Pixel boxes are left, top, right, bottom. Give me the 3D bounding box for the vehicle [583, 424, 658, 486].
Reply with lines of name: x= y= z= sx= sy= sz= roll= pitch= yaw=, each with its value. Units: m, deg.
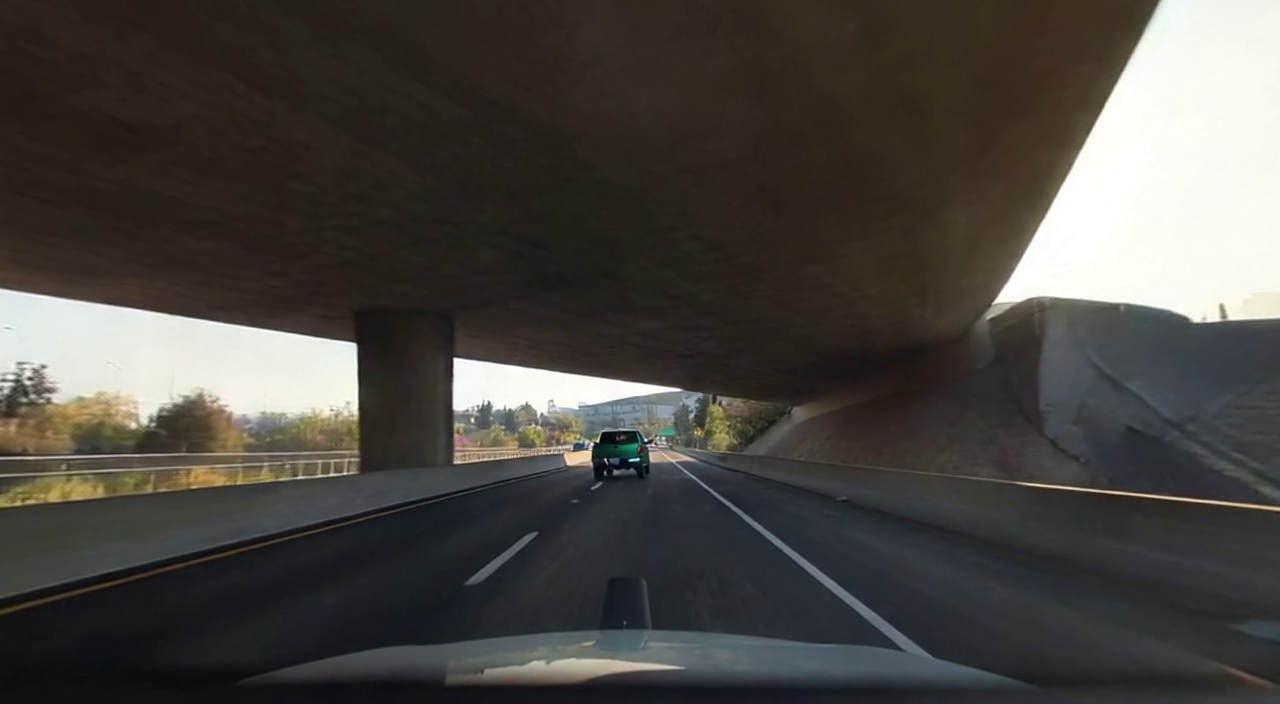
vehicle: x=-0.555 y=3.710 z=23.009 sx=2.350 sy=1.932 sz=5.562 roll=-1 pitch=-8 yaw=2
